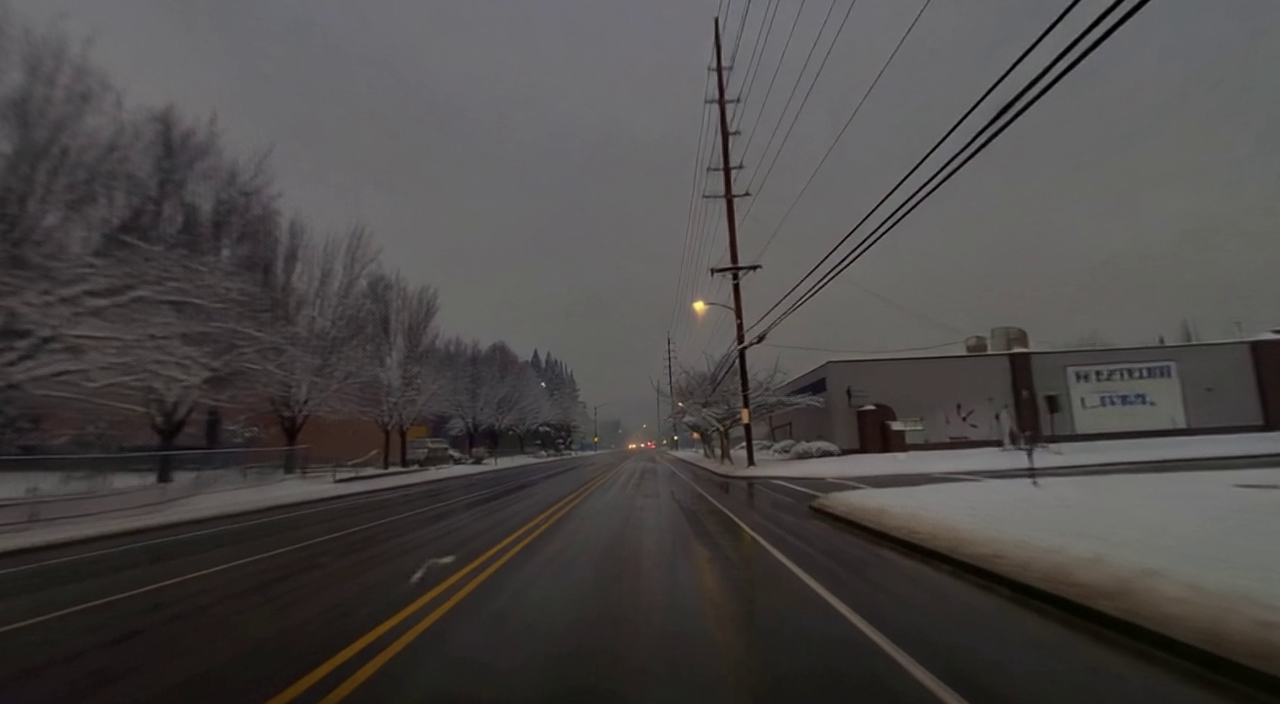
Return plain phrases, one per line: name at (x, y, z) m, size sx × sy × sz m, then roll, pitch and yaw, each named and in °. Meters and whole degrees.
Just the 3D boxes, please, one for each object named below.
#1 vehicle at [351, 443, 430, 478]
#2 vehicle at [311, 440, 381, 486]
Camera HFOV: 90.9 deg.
vehicle at (-14.024, 6.085, 35.798) m, size 1.949 × 1.735 × 5.568 m, roll -2°, pitch -8°, yaw 4°
vehicle at (-16.504, 6.214, 35.604) m, size 1.972 × 1.891 × 3.936 m, roll -1°, pitch 0°, yaw 2°
